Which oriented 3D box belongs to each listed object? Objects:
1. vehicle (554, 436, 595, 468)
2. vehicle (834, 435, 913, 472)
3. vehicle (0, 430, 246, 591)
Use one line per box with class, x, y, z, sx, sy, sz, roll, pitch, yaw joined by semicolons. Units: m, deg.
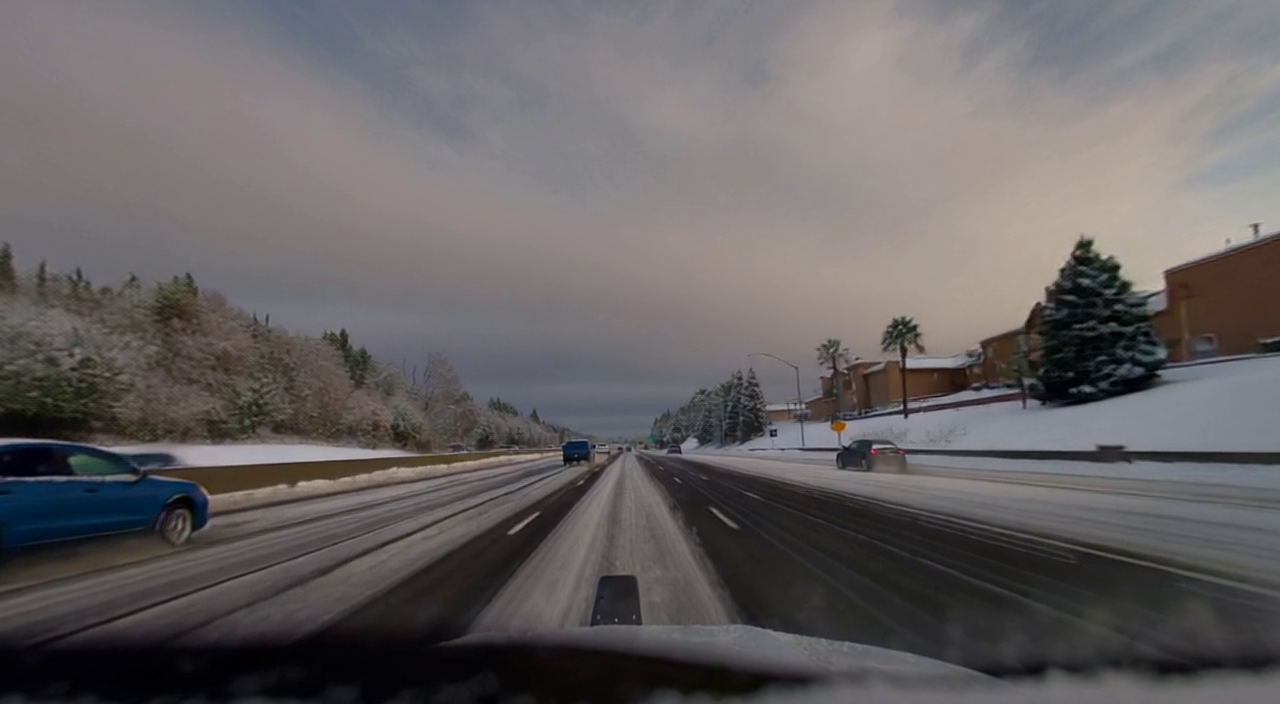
vehicle;-4.319;6.697;42.261;2.225;1.967;4.673;0;-9;0
vehicle;11.971;5.251;32.750;2.168;1.792;4.457;0;-9;-3
vehicle;-6.944;1.640;6.936;2.018;1.480;4.999;0;-9;0
